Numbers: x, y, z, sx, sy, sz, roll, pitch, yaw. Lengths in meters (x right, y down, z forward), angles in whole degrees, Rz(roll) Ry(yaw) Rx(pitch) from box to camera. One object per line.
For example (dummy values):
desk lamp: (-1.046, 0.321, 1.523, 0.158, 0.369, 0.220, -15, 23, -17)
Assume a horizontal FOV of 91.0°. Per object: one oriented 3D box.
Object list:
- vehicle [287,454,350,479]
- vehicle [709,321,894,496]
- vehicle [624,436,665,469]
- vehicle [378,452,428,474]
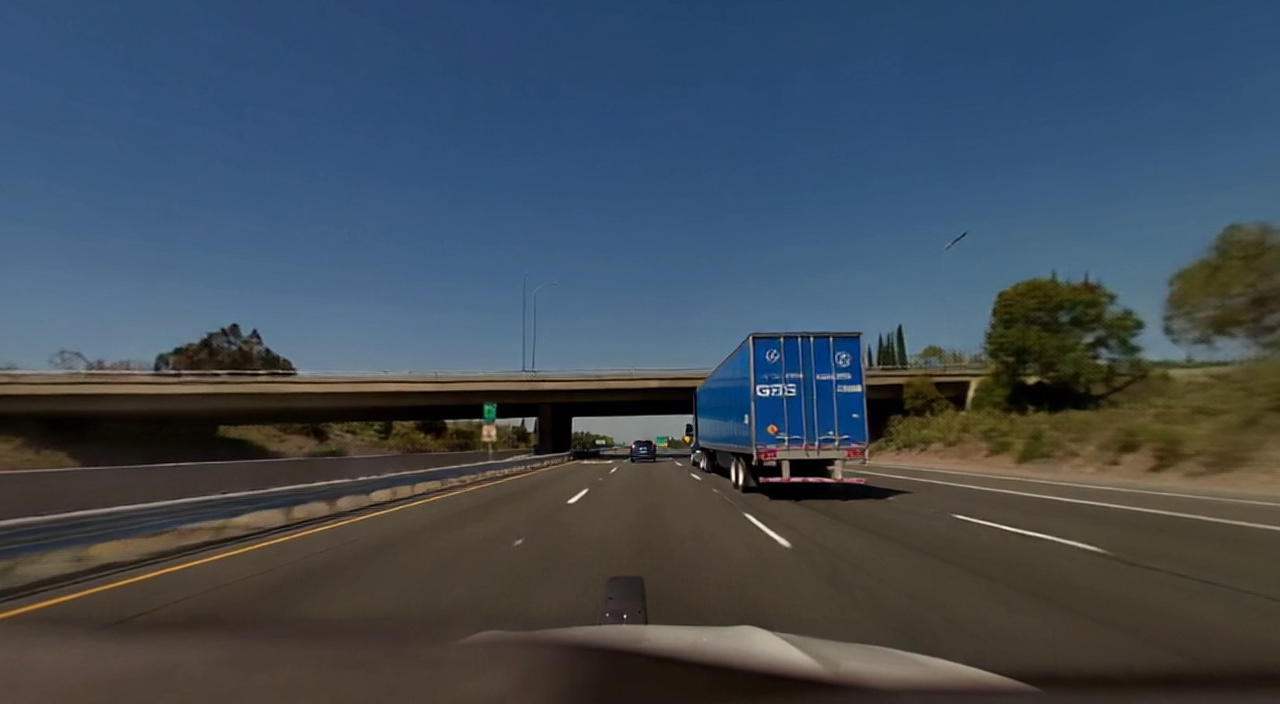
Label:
vehicle: (-20.732, 7.358, 40.733, 1.853, 1.463, 4.132, 0, -8, 0)
vehicle: (4.272, 2.021, 19.746, 3.014, 4.068, 10.359, 0, -8, 0)
vehicle: (0.255, 5.326, 33.549, 2.050, 1.654, 4.192, 0, -8, 0)
vehicle: (-17.236, 8.059, 46.030, 1.816, 1.454, 4.458, 0, -8, 1)
